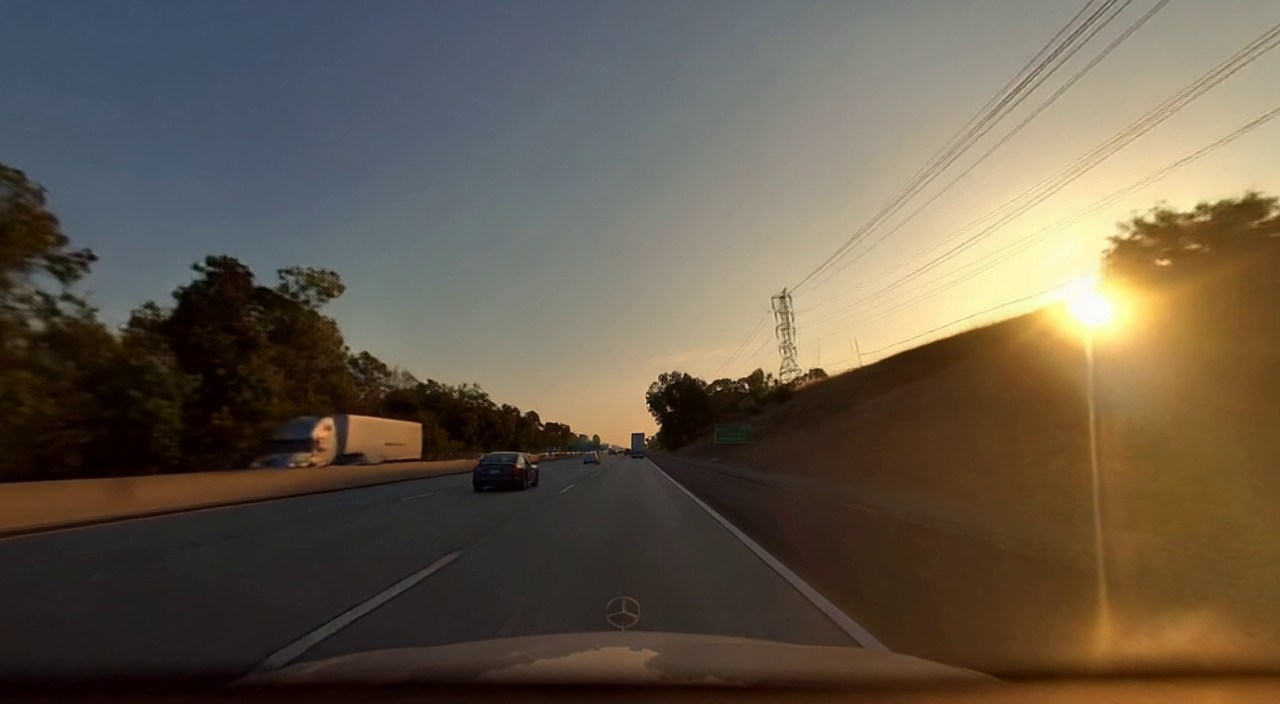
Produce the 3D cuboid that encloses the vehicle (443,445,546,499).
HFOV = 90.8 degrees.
[{"bbox_3d":[-4.313,3.641,19.493,2.106,1.445,4.404,0,-9,0],"label":"vehicle"}]

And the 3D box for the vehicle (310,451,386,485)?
[{"bbox_3d":[-13.299,5.283,28.960,1.729,1.449,3.652,0,-9,0],"label":"vehicle"}]

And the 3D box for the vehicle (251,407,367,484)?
[{"bbox_3d":[-18.196,5.229,35.266,2.947,3.887,6.339,0,-9,0],"label":"vehicle"}]
